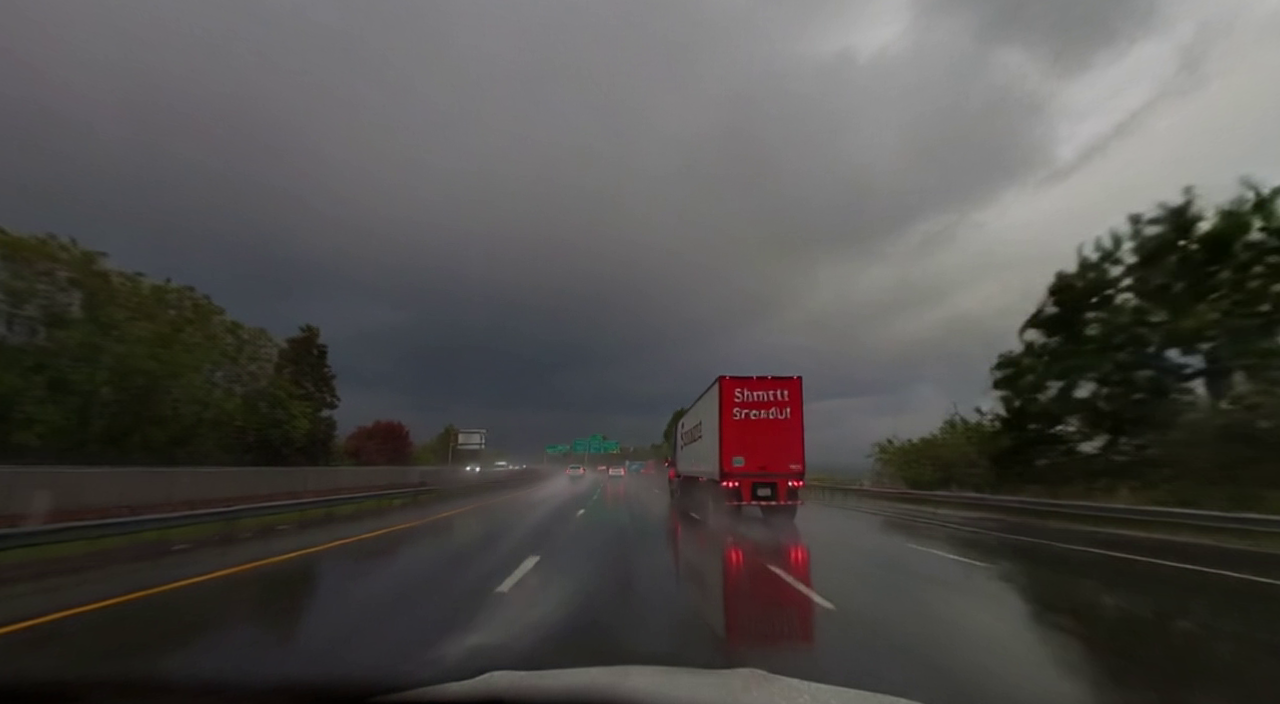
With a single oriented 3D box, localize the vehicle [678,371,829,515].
[{"bbox_3d":[3.843,4.002,26.041,2.992,4.300,13.967,1,-11,-3],"label":"vehicle"}]
